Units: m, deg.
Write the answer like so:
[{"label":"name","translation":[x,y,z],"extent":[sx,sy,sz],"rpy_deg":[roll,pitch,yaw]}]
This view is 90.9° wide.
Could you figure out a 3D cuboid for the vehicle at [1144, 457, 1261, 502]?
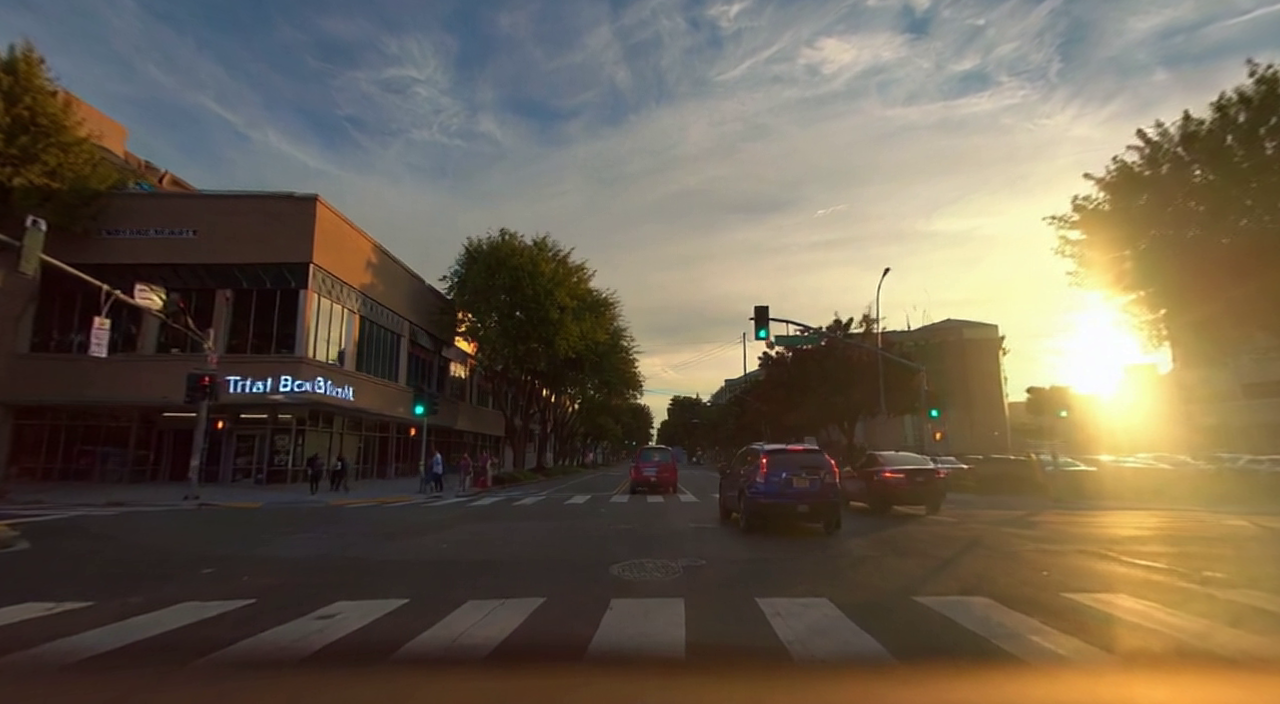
[{"label":"vehicle","translation":[21.500,4.834,24.330],"extent":[2.066,1.488,4.158],"rpy_deg":[-4,-9,24]}]

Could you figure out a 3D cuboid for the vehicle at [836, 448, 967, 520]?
[{"label":"vehicle","translation":[6.855,3.446,17.034],"extent":[1.792,1.682,4.089],"rpy_deg":[0,-8,1]}]

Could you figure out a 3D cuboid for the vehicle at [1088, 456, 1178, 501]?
[{"label":"vehicle","translation":[19.212,4.888,24.738],"extent":[1.791,1.520,3.649],"rpy_deg":[-4,-9,23]}]

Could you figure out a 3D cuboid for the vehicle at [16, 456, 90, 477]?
[{"label":"vehicle","translation":[-41.639,8.108,44.772],"extent":[3.391,1.379,1.562],"rpy_deg":[4,-9,-26]}]

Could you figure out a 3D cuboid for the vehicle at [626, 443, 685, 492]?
[{"label":"vehicle","translation":[0.635,5.099,28.256],"extent":[2.390,1.948,5.344],"rpy_deg":[0,-8,0]}]

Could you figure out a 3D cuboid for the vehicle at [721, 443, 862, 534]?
[{"label":"vehicle","translation":[3.229,2.988,14.583],"extent":[2.048,1.725,4.754],"rpy_deg":[0,-8,0]}]

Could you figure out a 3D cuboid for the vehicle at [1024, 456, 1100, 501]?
[{"label":"vehicle","translation":[16.826,4.997,25.314],"extent":[1.875,1.543,3.853],"rpy_deg":[-4,-9,25]}]
